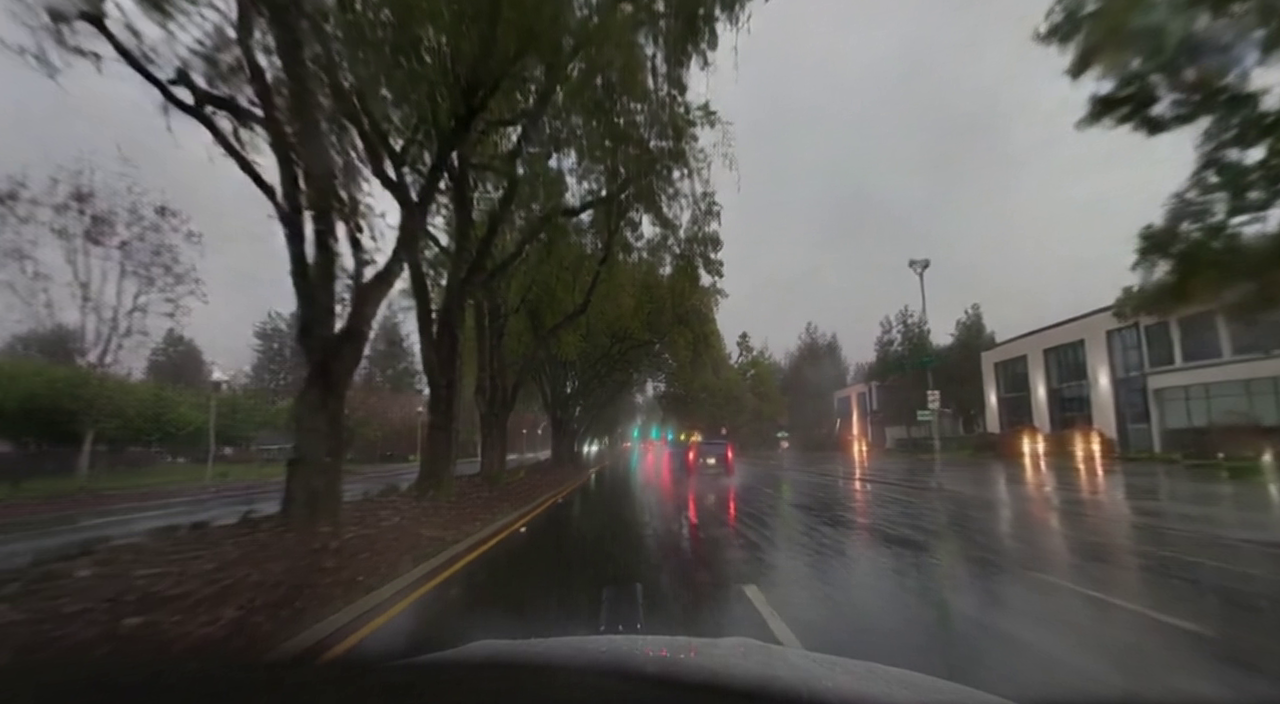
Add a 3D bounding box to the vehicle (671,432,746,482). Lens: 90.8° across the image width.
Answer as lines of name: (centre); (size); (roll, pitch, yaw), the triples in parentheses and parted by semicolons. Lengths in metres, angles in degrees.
vehicle: (2.494, 3.987, 24.325); (2.240, 1.740, 4.605); (0, -8, -2)
